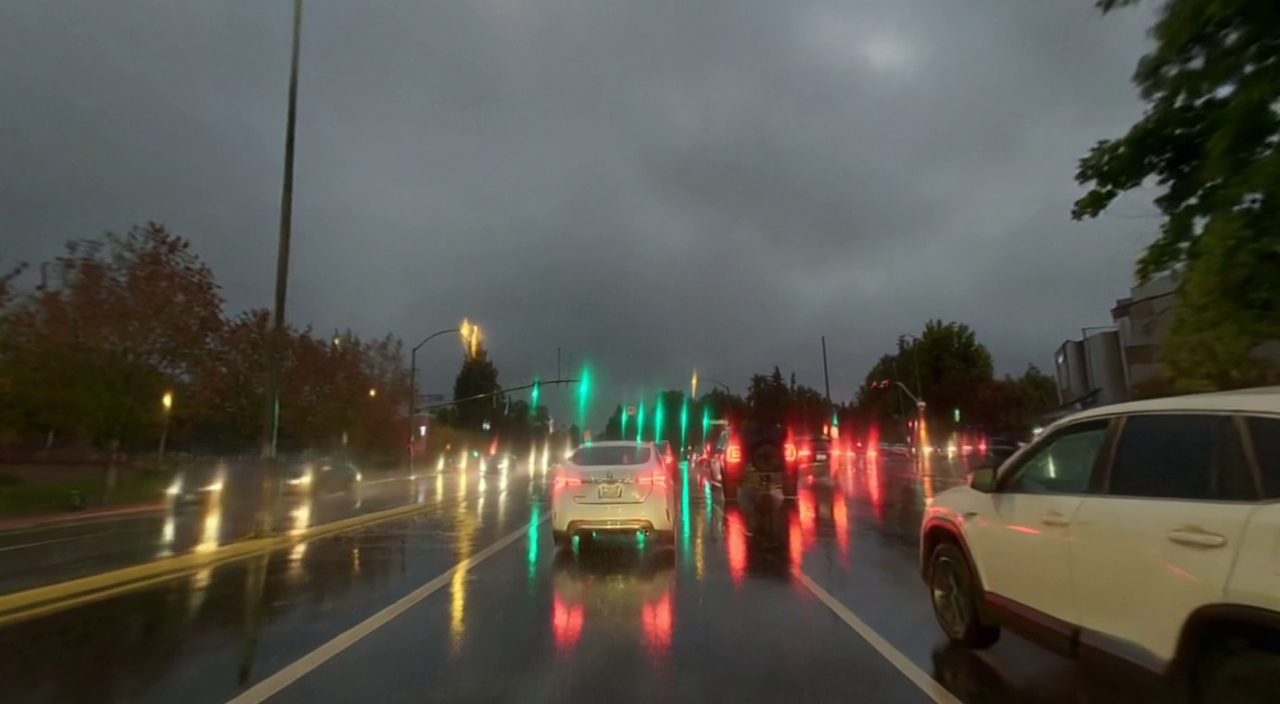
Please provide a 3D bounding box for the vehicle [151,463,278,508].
[{"bbox_3d":[-16.284,5.099,24.341,1.853,1.485,4.221,0,-9,1],"label":"vehicle"}]

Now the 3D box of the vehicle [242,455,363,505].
[{"bbox_3d":[-12.533,4.752,23.715,1.926,1.598,4.509,0,-9,2],"label":"vehicle"}]

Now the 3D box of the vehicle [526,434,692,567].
[{"bbox_3d":[-0.362,2.198,10.079,2.111,1.676,4.018,0,-9,1],"label":"vehicle"}]

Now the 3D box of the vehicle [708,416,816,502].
[{"bbox_3d":[3.851,3.540,21.151,2.516,2.481,5.766,0,-9,1],"label":"vehicle"}]

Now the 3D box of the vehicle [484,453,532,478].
[{"bbox_3d":[-8.434,7.275,40.546,2.050,1.498,4.238,0,-9,2],"label":"vehicle"}]

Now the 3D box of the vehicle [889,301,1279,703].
[{"bbox_3d":[3.264,1.001,3.470,1.982,1.960,4.427,0,-9,1],"label":"vehicle"}]

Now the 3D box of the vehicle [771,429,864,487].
[{"bbox_3d":[7.596,4.607,27.630,2.627,2.252,5.236,0,-9,1],"label":"vehicle"}]
